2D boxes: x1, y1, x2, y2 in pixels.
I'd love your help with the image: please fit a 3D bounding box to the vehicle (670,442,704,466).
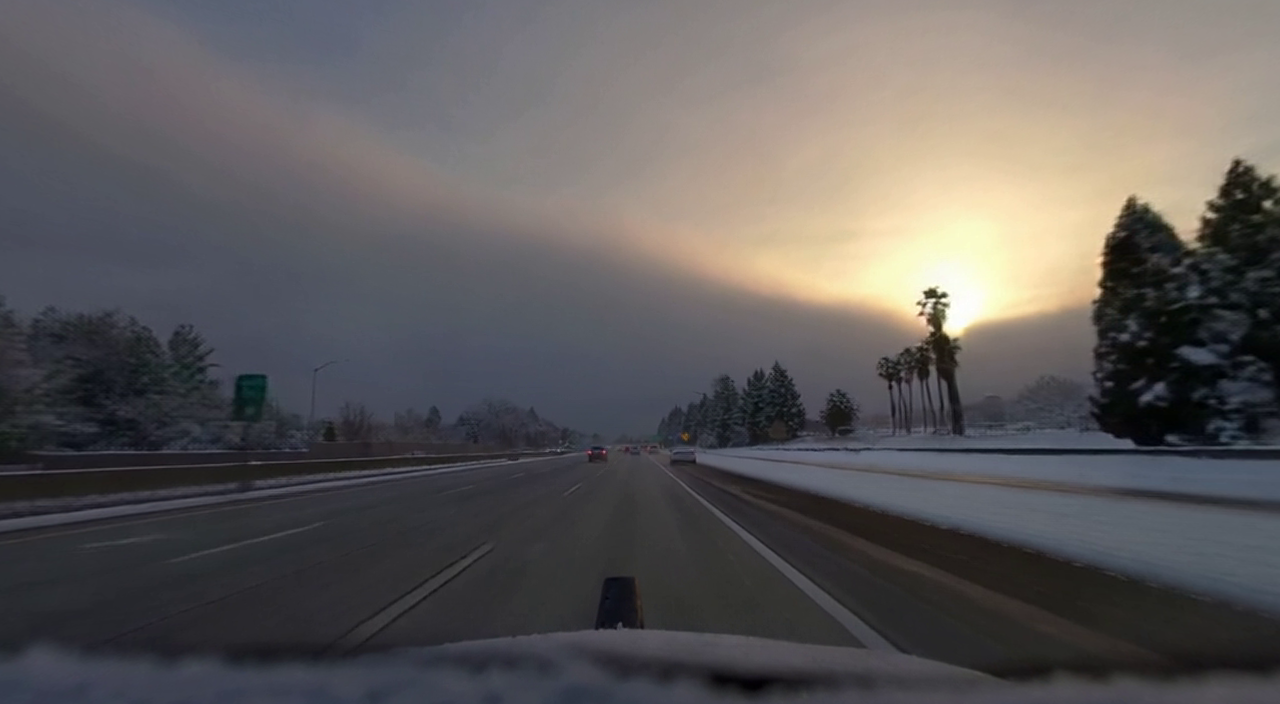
[{"bbox_3d":[3.411,7.553,46.975,2.130,1.677,4.317,0,-9,-1],"label":"vehicle"}]
